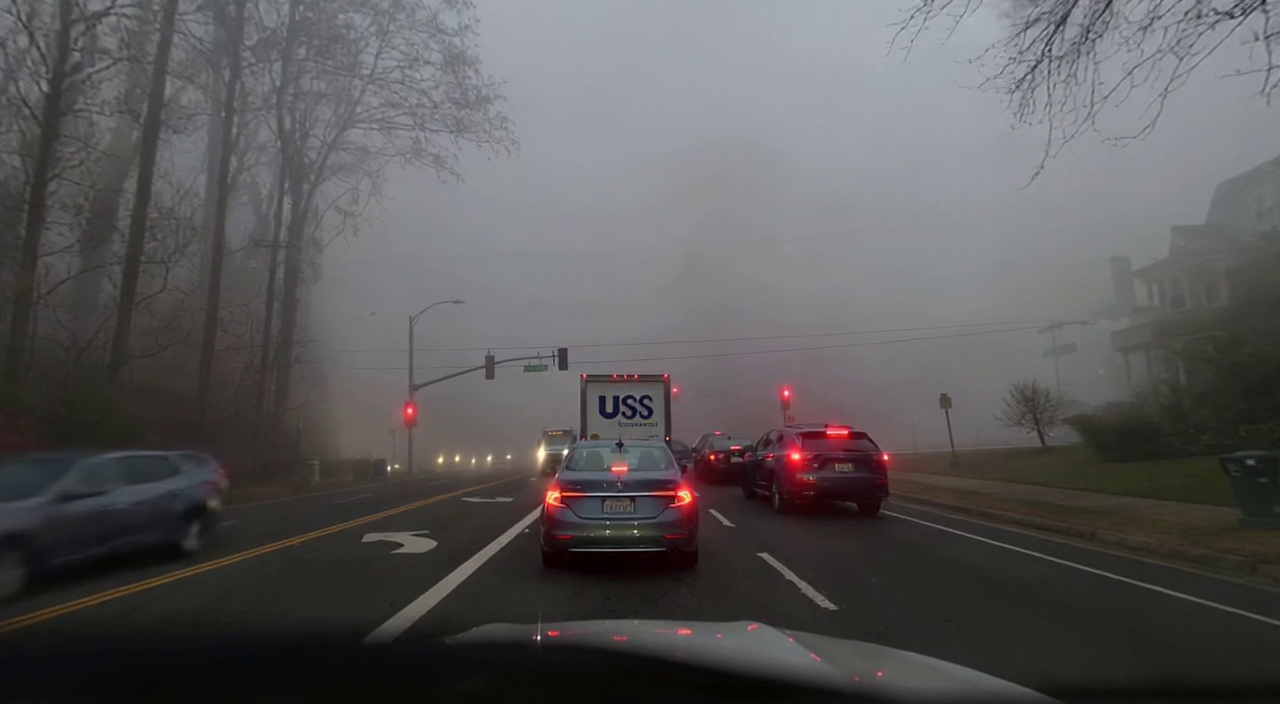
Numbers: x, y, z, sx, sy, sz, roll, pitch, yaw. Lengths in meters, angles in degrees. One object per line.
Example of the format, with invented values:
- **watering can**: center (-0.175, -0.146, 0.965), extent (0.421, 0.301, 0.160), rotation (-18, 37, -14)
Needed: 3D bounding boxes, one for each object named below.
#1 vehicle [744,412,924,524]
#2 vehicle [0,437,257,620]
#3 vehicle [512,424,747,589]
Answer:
- **vehicle**: center (3.603, 2.256, 12.822), extent (2.145, 1.847, 4.524), rotation (0, -8, -1)
- **vehicle**: center (-6.275, 1.647, 6.406), extent (1.800, 1.520, 4.691), rotation (0, -8, 0)
- **vehicle**: center (-0.150, 1.718, 7.927), extent (2.135, 1.483, 4.207), rotation (0, -8, -2)
